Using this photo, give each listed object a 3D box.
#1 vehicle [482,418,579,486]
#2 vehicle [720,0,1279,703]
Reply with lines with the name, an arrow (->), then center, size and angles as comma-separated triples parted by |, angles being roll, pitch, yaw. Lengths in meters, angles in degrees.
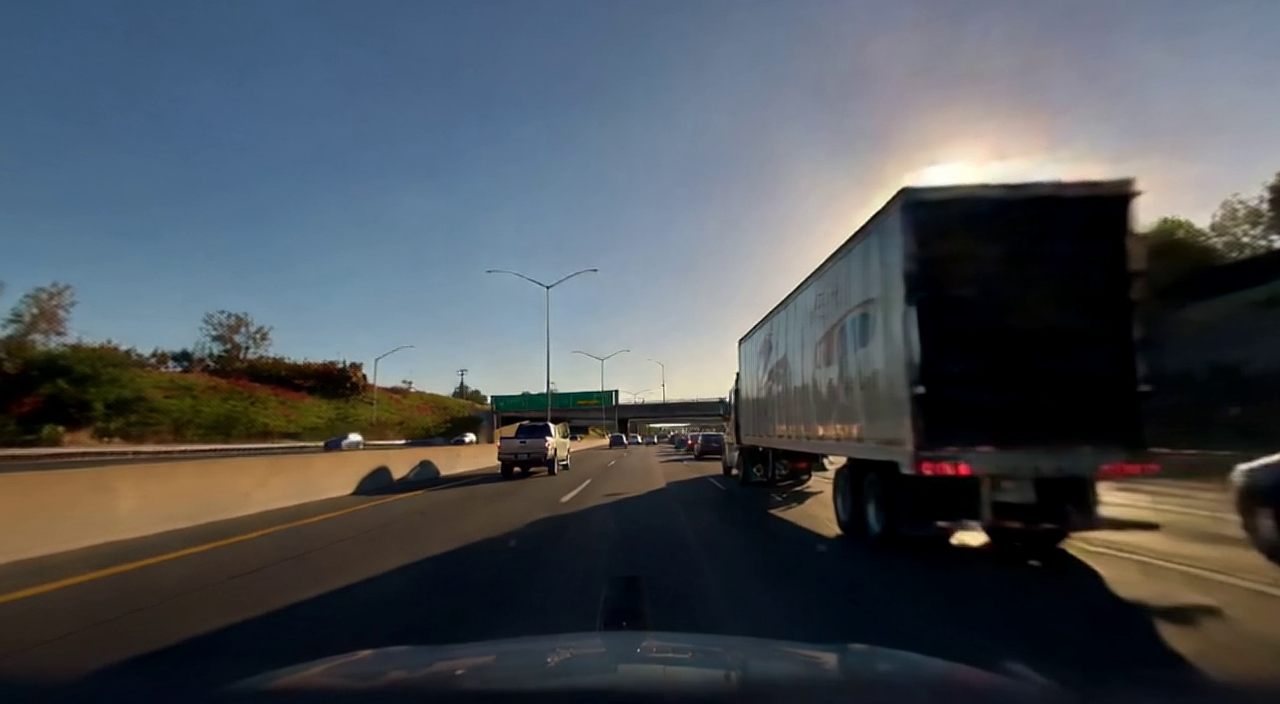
vehicle -> -3.033, 2.887, 18.438 | 2.006, 1.741, 4.277 | -1, -8, 1
vehicle -> 3.866, 0.772, 11.140 | 2.903, 4.190, 15.630 | 0, -8, 0
